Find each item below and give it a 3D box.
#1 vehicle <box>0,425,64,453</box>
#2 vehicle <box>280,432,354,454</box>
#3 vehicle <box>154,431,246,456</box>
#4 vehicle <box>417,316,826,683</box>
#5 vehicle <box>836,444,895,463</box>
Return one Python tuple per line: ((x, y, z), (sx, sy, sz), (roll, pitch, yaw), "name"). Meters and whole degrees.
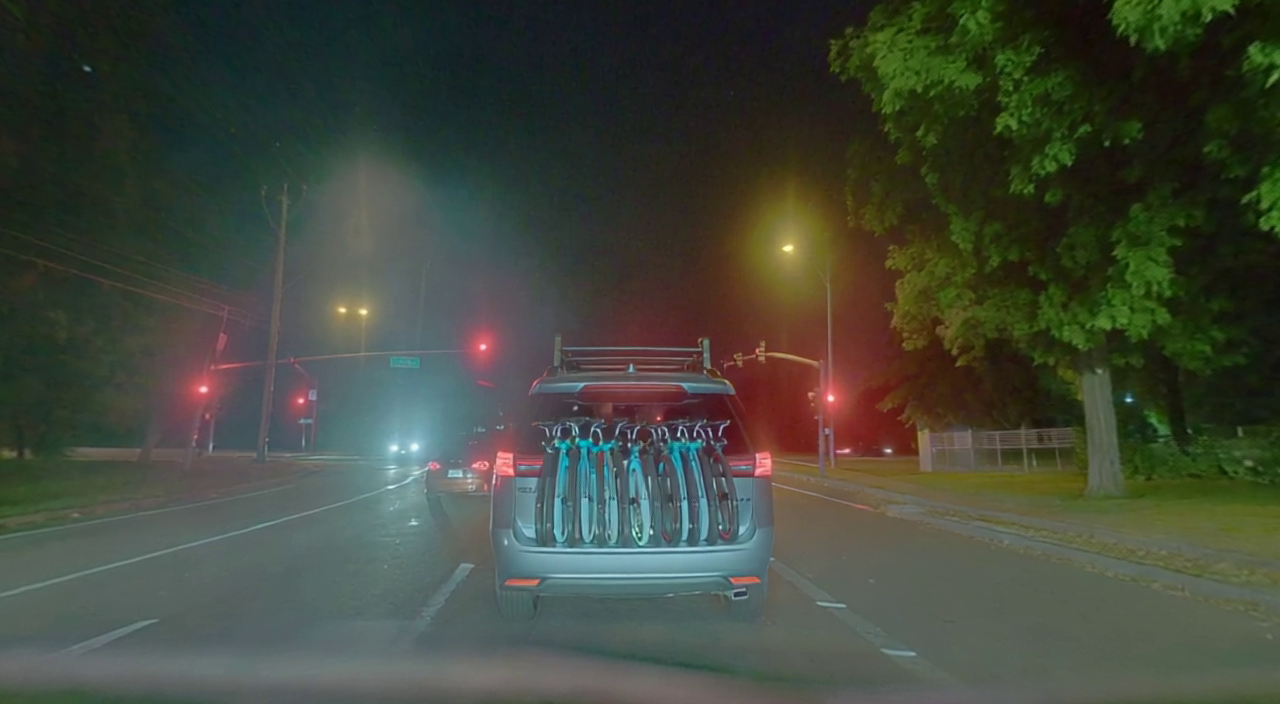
((-38.190, 5.337, 38.666), (3.926, 1.536, 1.731), (-1, -9, -6), "vehicle")
((-24.755, 7.008, 48.483), (4.576, 1.632, 1.960), (1, -9, -8), "vehicle")
((-28.379, 5.934, 40.838), (4.435, 1.574, 1.816), (1, -9, -9), "vehicle")
((-0.245, 1.161, 6.015), (2.333, 2.087, 4.586), (1, -8, -4), "vehicle")
((17.685, 7.941, 49.455), (4.327, 1.462, 1.776), (4, -9, -26), "vehicle")
